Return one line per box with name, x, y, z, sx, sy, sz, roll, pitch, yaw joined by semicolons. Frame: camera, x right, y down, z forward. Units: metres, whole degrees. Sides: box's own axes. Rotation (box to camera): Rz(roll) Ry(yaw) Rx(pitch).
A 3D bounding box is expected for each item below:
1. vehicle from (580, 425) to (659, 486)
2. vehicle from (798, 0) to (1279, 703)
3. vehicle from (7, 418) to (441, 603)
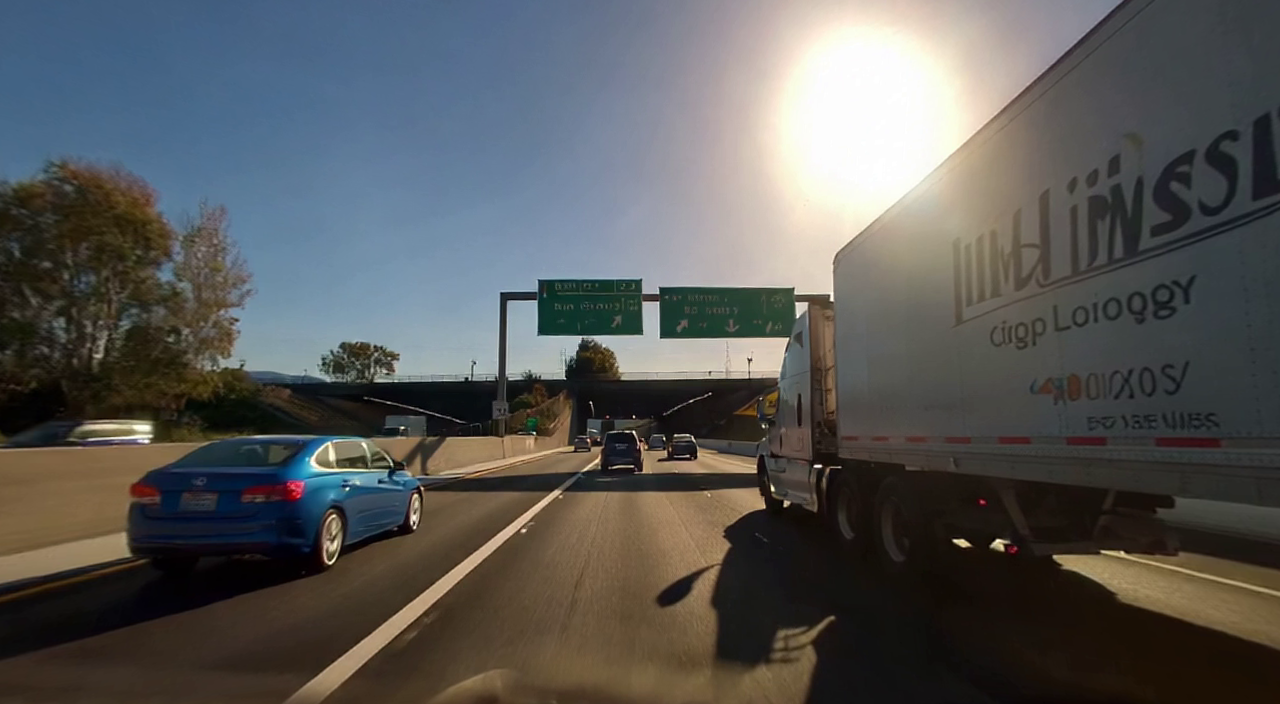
vehicle;-0.580;2.987;18.571;2.094;1.600;3.666;0;-8;-1
vehicle;4.029;-0.288;2.894;2.842;4.108;14.081;0;-8;-1
vehicle;-3.968;1.544;7.181;2.019;1.435;4.317;0;-8;0
